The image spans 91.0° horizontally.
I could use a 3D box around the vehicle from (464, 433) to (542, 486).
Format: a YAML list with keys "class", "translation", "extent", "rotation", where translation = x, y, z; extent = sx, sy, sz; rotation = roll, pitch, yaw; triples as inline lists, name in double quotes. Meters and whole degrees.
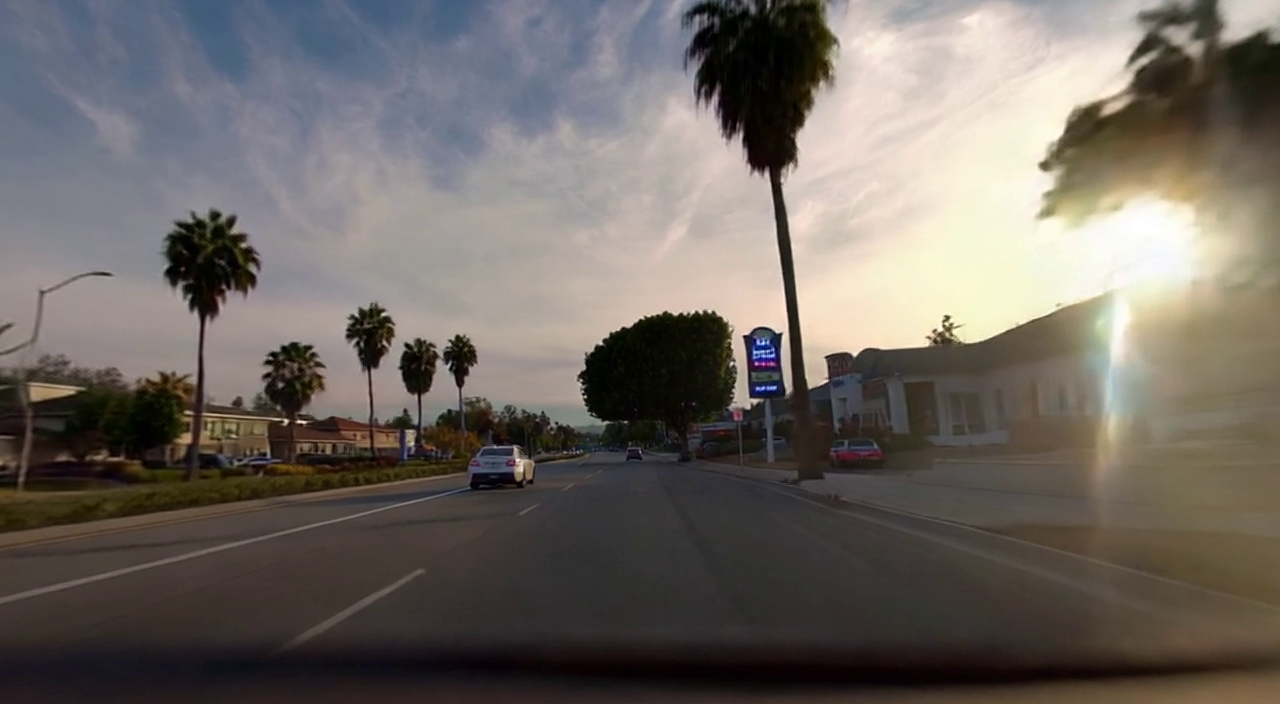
- class: "vehicle"
  translation: [-5.214, 4.151, 24.585]
  extent: [2.136, 1.844, 4.363]
  rotation: [0, -8, -1]

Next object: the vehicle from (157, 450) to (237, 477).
- class: "vehicle"
  translation: [-34.318, 8.623, 48.802]
  extent: [4.863, 1.903, 2.481]
  rotation: [-3, -9, 18]
